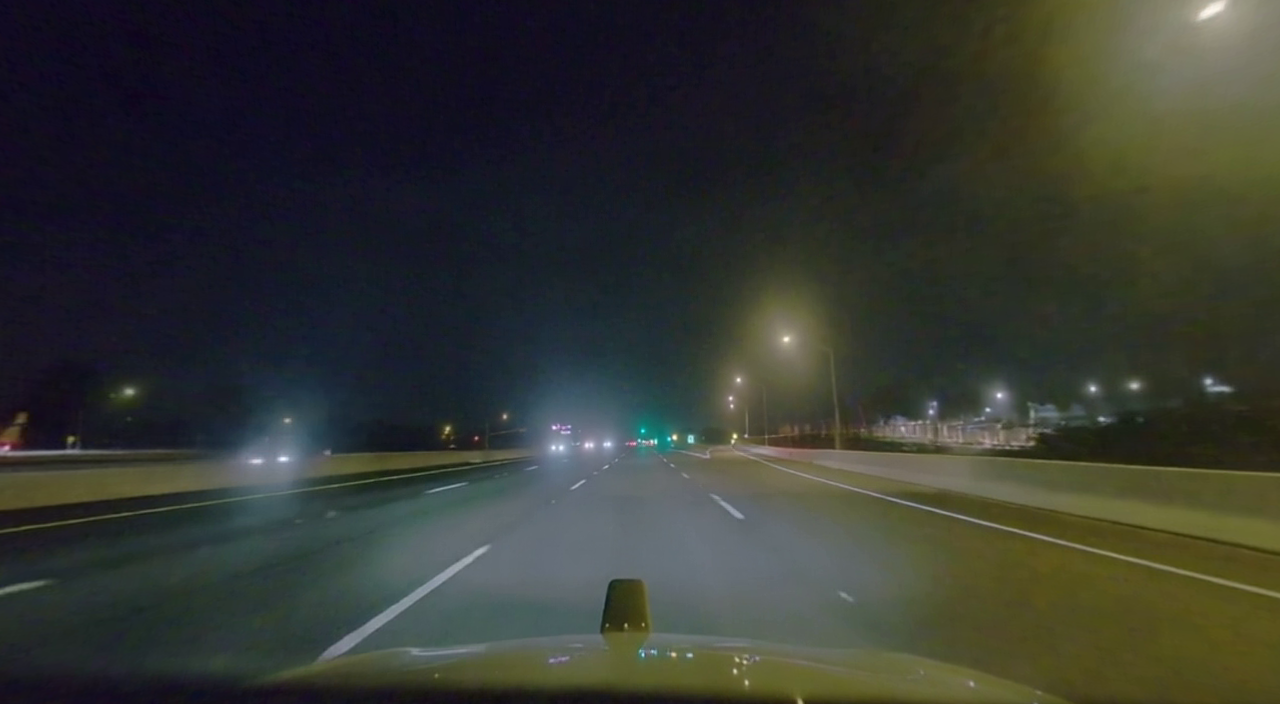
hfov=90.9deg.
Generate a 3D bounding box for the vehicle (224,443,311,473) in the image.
[{"bbox_3d":[-20.364,5.791,34.740,1.917,1.531,4.680,0,-8,0],"label":"vehicle"}]
